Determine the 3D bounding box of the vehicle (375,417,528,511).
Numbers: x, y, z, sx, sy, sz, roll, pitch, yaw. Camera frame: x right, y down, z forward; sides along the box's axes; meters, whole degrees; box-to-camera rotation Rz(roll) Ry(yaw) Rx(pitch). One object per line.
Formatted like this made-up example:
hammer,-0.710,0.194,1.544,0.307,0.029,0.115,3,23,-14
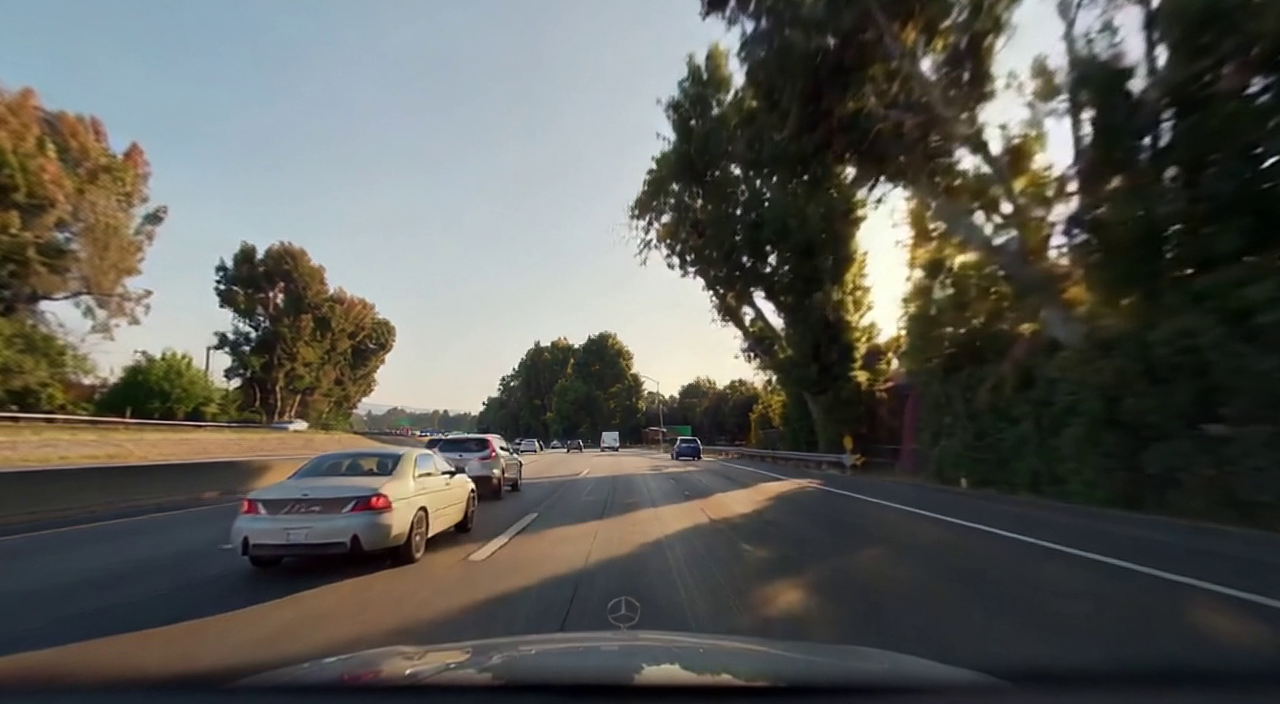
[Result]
vehicle,-3.820,2.370,13.649,2.002,1.680,4.301,0,-9,0

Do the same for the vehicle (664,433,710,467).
vehicle,2.516,5.385,34.639,2.053,1.698,4.097,1,-9,-3
